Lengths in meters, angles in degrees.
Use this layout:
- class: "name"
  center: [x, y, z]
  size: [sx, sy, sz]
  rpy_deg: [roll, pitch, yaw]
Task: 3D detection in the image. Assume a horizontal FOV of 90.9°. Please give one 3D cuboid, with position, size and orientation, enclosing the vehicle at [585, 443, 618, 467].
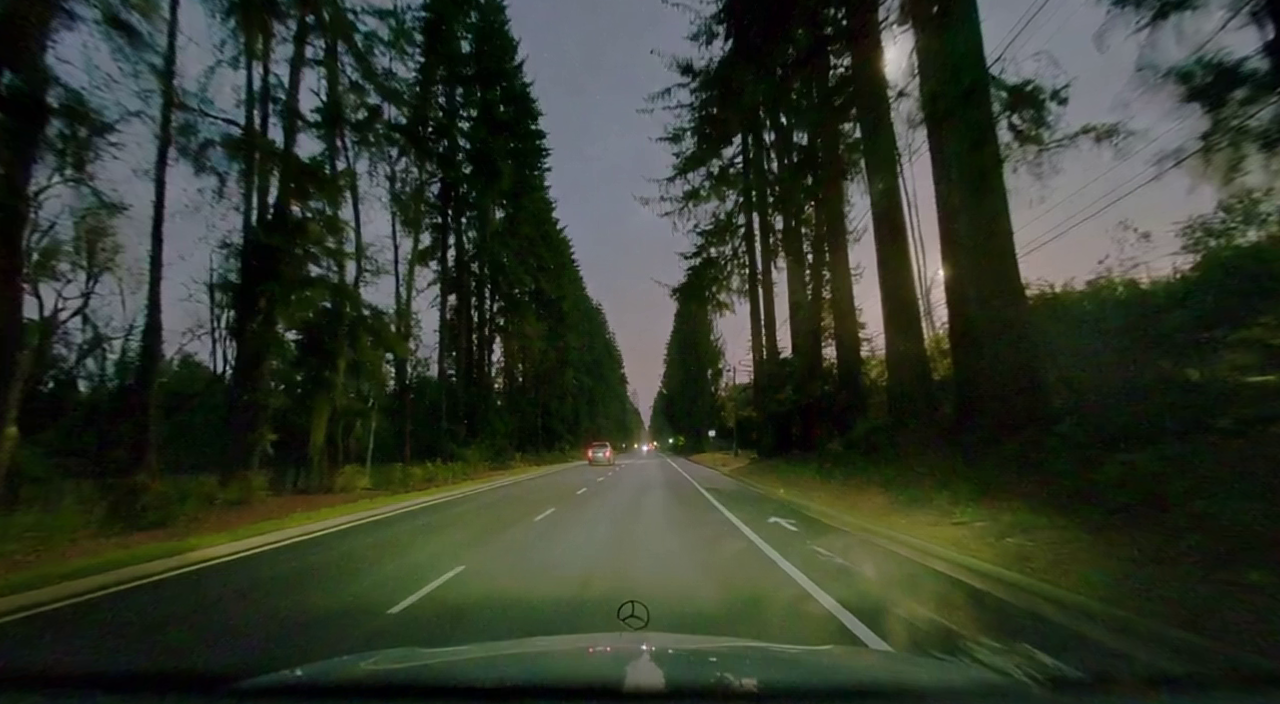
- class: "vehicle"
  center: [-2.963, 8.039, 49.451]
  size: [2.087, 1.821, 4.738]
  rpy_deg: [0, -8, 3]
